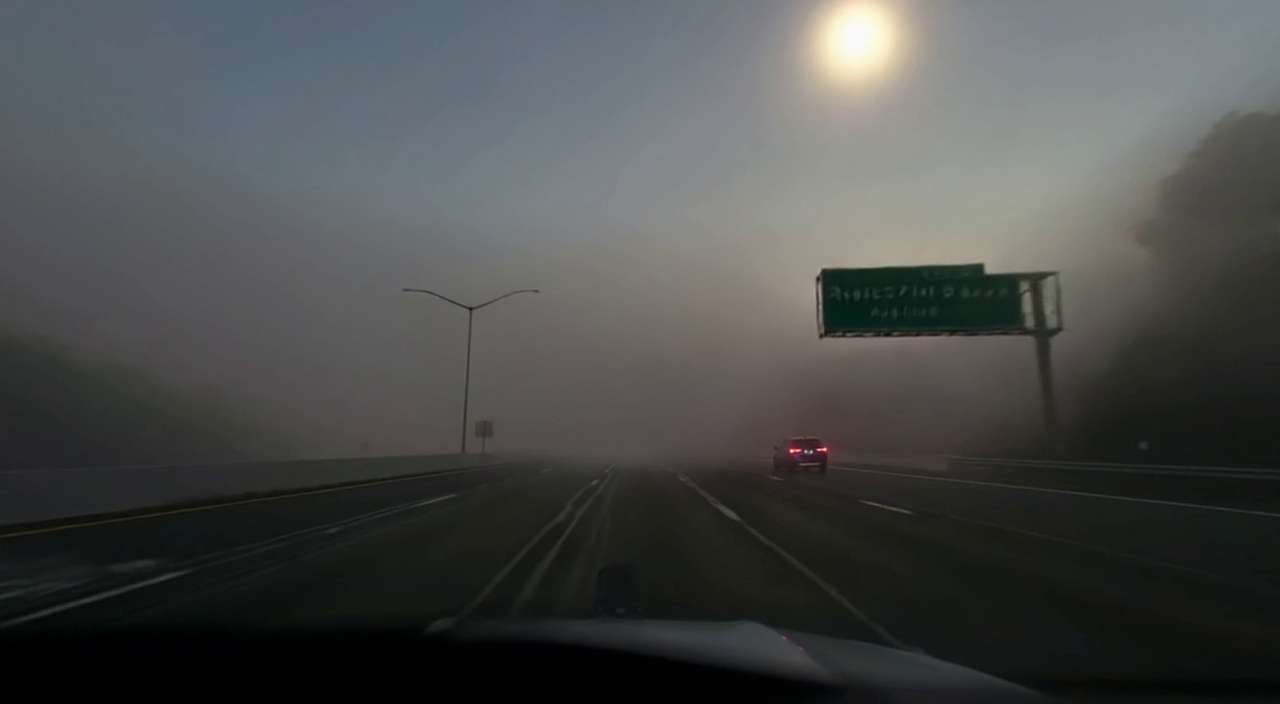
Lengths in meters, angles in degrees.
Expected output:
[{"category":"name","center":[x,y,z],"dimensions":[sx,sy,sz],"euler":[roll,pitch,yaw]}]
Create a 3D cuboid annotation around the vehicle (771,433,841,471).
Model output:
[{"category":"vehicle","center":[8.125,4.958,31.321],"dimensions":[2.091,1.711,4.383],"euler":[0,-9,-3]}]
